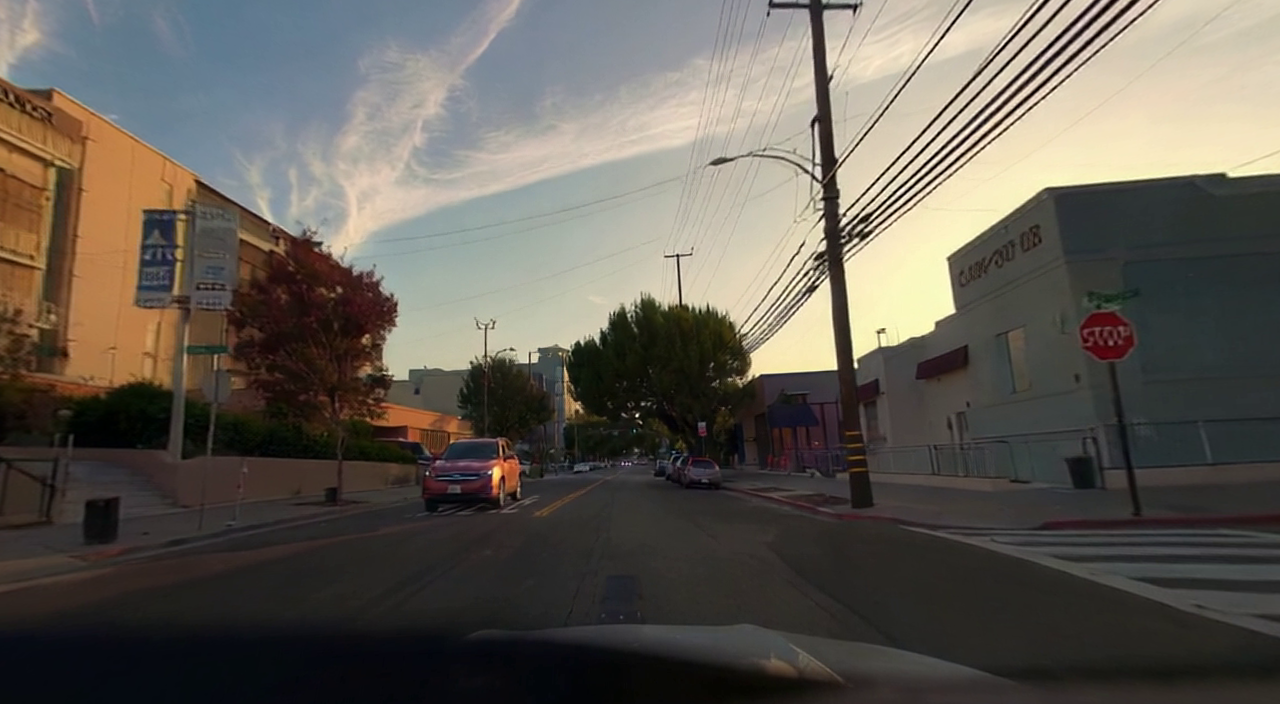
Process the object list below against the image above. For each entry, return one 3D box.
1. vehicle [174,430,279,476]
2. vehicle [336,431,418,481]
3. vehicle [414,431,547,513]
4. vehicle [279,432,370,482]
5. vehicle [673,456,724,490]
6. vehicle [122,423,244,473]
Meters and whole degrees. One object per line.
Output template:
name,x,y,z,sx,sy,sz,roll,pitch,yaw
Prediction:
vehicle,-24.705,6.045,38.141,2.288,2.514,5.886,0,-8,1
vehicle,-15.842,6.342,38.575,2.715,2.789,6.225,1,-9,-4
vehicle,-4.234,3.265,17.815,2.495,1.966,4.846,0,-8,0
vehicle,-18.778,6.208,38.062,2.256,2.668,5.979,-1,-7,1
vehicle,2.696,5.672,29.804,1.877,1.373,3.854,0,-8,-3
vehicle,-27.398,5.781,38.320,2.249,2.760,6.636,0,-8,1
